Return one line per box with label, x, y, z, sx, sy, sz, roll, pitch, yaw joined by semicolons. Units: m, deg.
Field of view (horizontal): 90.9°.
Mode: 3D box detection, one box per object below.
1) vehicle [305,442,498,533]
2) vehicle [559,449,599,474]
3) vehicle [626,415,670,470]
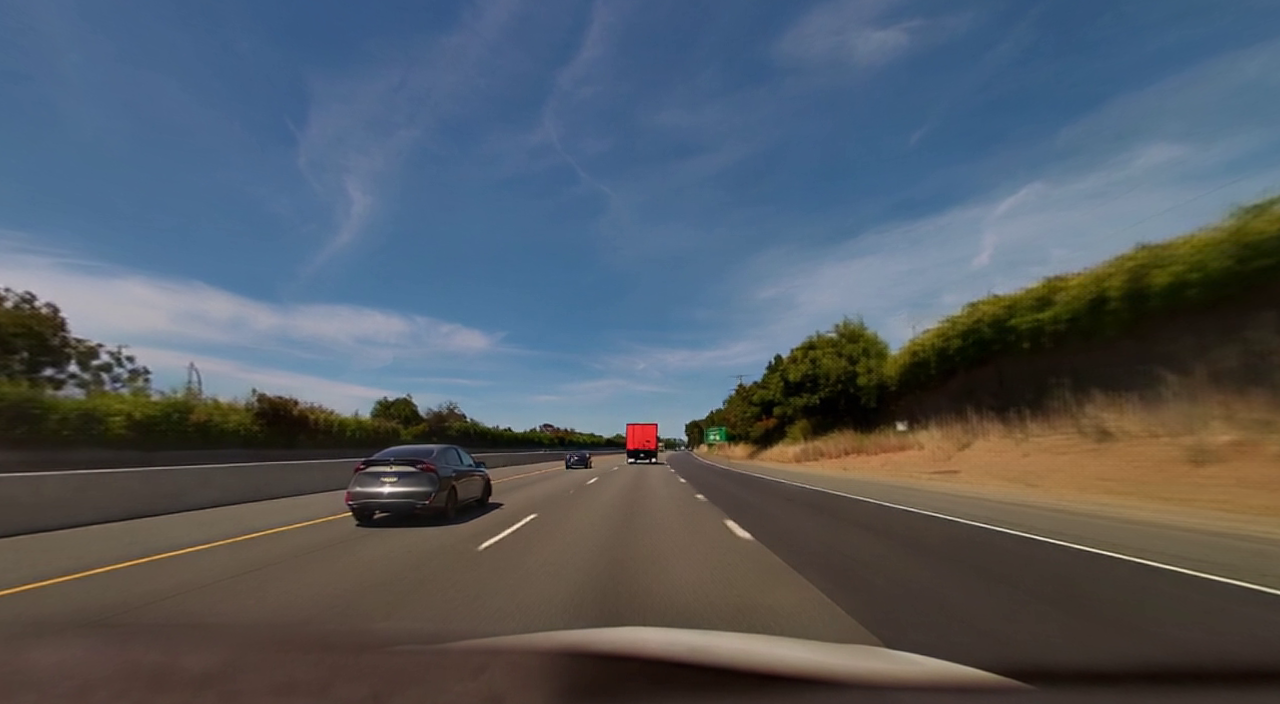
vehicle;-4.378;2.546;12.457;2.010;1.461;4.391;0;-9;1
vehicle;-3.755;6.838;39.551;1.981;1.435;4.199;0;-9;1
vehicle;0.498;6.662;46.081;2.893;3.628;9.081;0;-9;0
